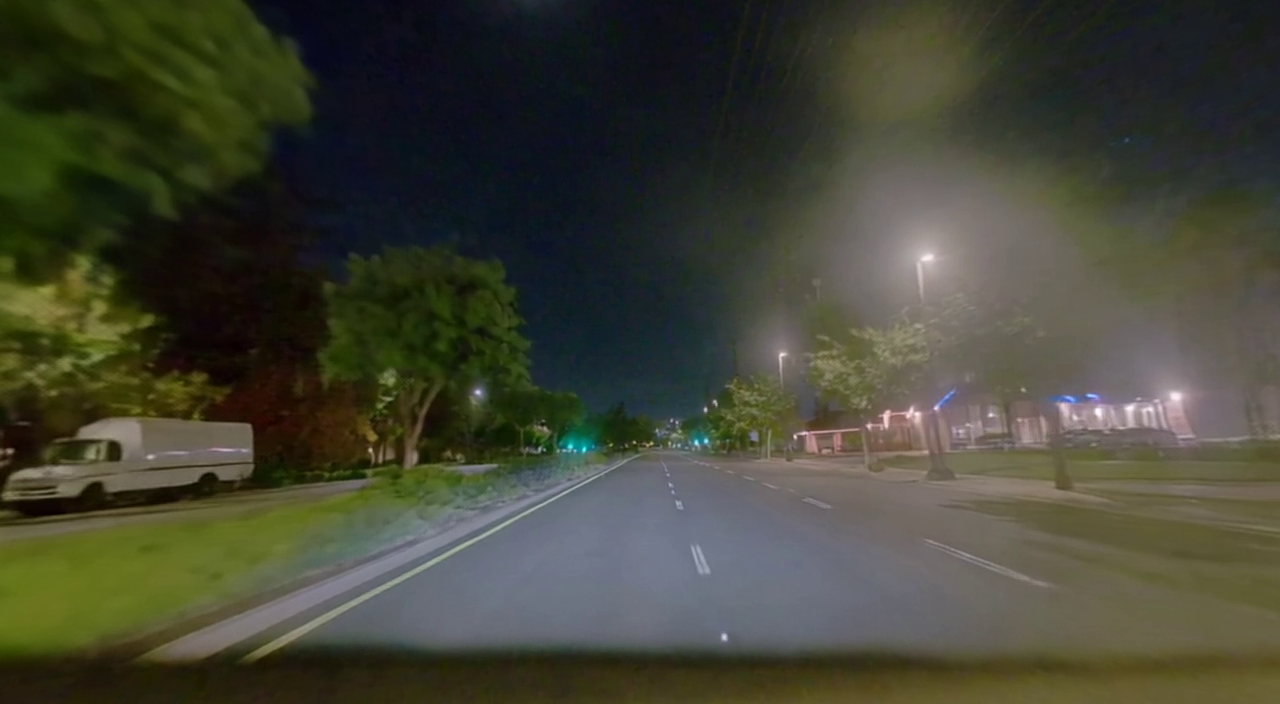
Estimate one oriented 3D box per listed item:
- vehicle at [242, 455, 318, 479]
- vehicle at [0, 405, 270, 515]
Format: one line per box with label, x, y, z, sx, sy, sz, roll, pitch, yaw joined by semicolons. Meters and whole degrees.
vehicle;-25.144;8.005;44.054;1.880;1.341;4.090;1;-6;35
vehicle;-19.395;4.164;25.092;2.898;3.487;9.955;0;-8;2
